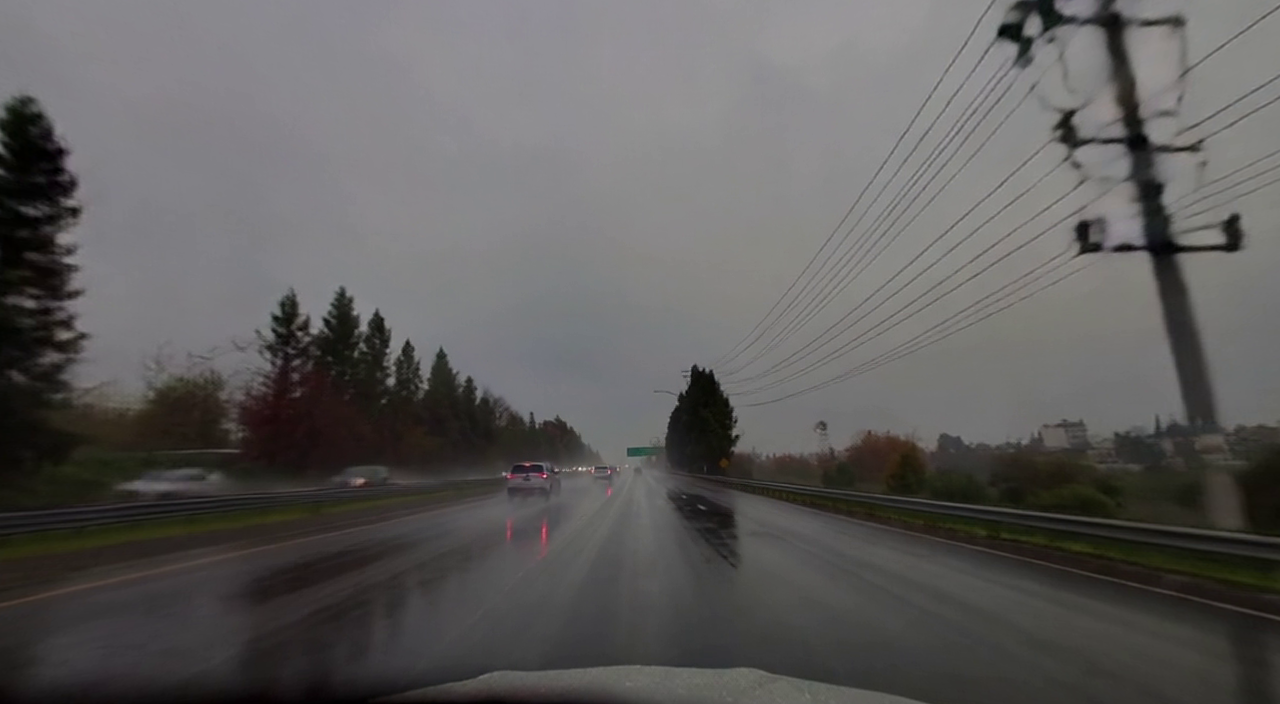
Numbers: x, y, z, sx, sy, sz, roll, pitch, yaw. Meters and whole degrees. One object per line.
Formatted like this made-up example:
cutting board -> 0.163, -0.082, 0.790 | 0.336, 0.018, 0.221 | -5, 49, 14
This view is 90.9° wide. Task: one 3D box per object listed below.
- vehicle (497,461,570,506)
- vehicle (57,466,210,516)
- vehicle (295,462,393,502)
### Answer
vehicle -> -3.903, 4.908, 23.795 | 1.963, 1.501, 4.227 | 1, -11, 0
vehicle -> -16.542, 4.533, 20.874 | 1.827, 1.434, 3.798 | 1, -11, 0
vehicle -> -12.563, 5.537, 27.106 | 1.897, 1.501, 4.620 | 1, -11, 0
